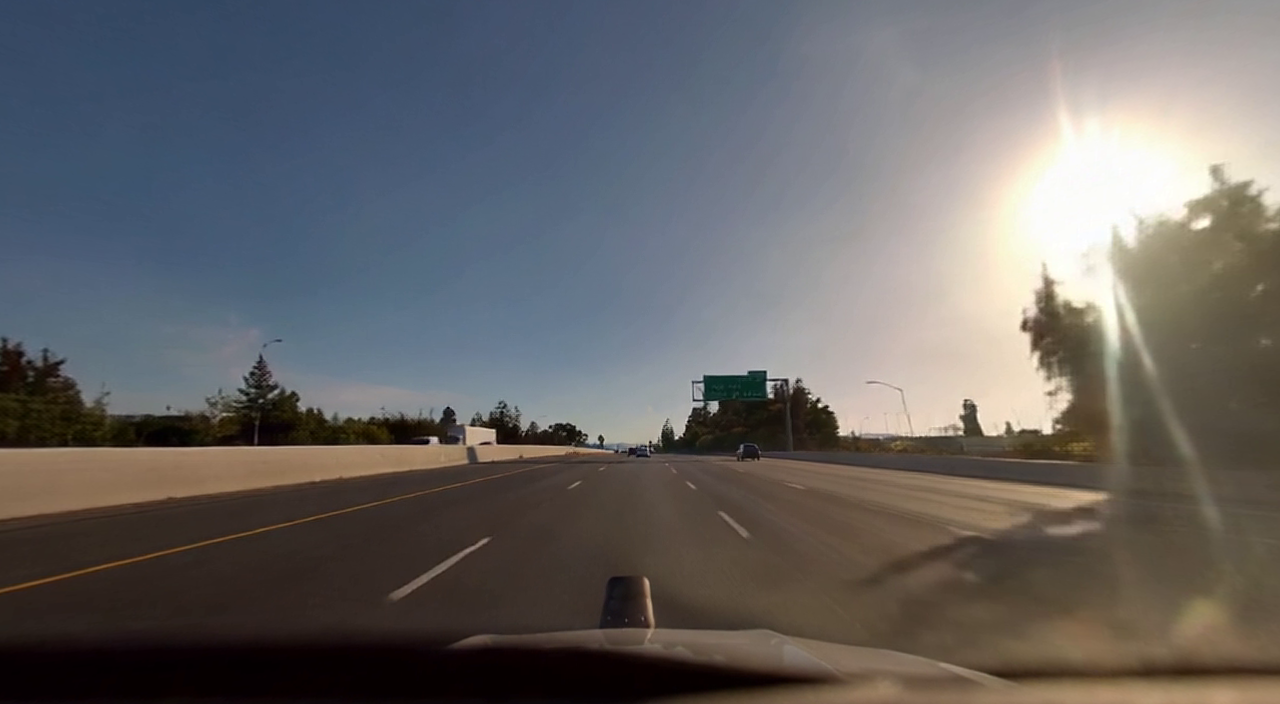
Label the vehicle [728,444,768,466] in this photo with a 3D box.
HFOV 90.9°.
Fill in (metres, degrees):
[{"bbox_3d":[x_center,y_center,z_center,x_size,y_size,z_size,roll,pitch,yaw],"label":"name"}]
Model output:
[{"bbox_3d":[7.746,7.428,45.700,2.056,1.465,4.304,0,-8,-1],"label":"vehicle"}]
